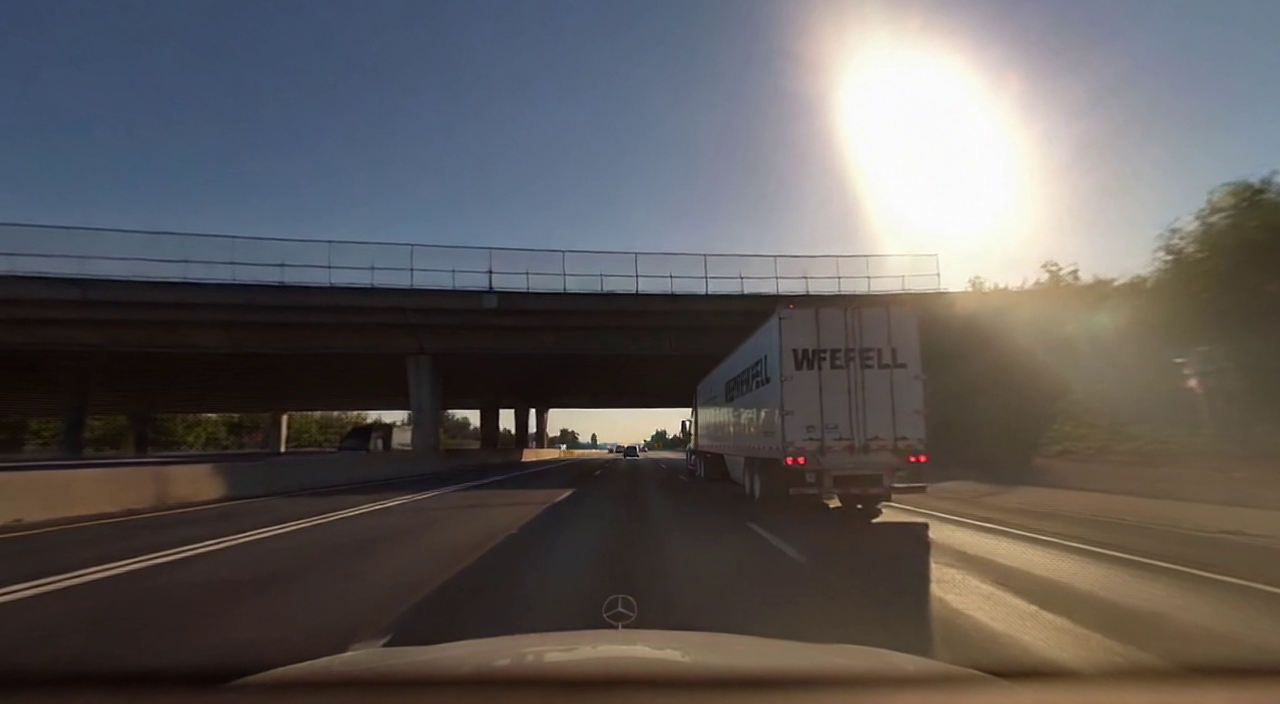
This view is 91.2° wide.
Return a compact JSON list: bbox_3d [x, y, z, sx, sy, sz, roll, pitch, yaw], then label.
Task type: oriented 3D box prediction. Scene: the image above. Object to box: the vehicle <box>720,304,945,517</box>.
[{"bbox_3d":[4.128,1.722,16.091,2.869,4.013,8.610,0,-9,-1],"label":"vehicle"}]
